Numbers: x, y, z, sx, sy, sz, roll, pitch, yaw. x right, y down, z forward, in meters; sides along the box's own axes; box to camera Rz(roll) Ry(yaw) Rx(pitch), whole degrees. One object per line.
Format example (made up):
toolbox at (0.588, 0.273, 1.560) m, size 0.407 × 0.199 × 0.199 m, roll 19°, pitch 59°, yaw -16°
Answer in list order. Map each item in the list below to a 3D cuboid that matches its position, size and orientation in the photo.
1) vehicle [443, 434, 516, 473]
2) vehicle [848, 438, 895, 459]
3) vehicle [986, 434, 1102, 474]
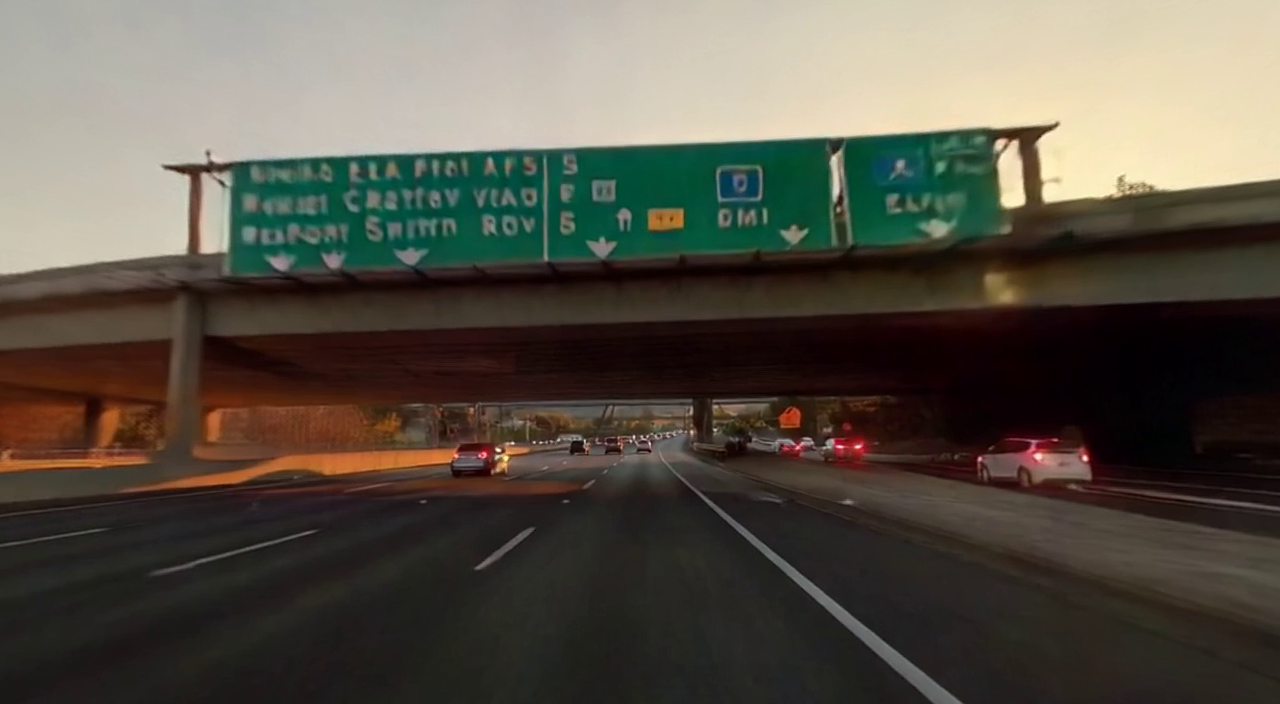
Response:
vehicle at (-6.783, 4.340, 27.120) m, size 1.985 × 1.513 × 4.172 m, roll 0°, pitch -8°, yaw 1°
vehicle at (18.227, 7.594, 49.787) m, size 1.989 × 1.529 × 4.791 m, roll 0°, pitch -8°, yaw 1°
vehicle at (17.384, 4.400, 27.422) m, size 1.884 × 1.567 × 4.692 m, roll 0°, pitch -8°, yaw -1°
